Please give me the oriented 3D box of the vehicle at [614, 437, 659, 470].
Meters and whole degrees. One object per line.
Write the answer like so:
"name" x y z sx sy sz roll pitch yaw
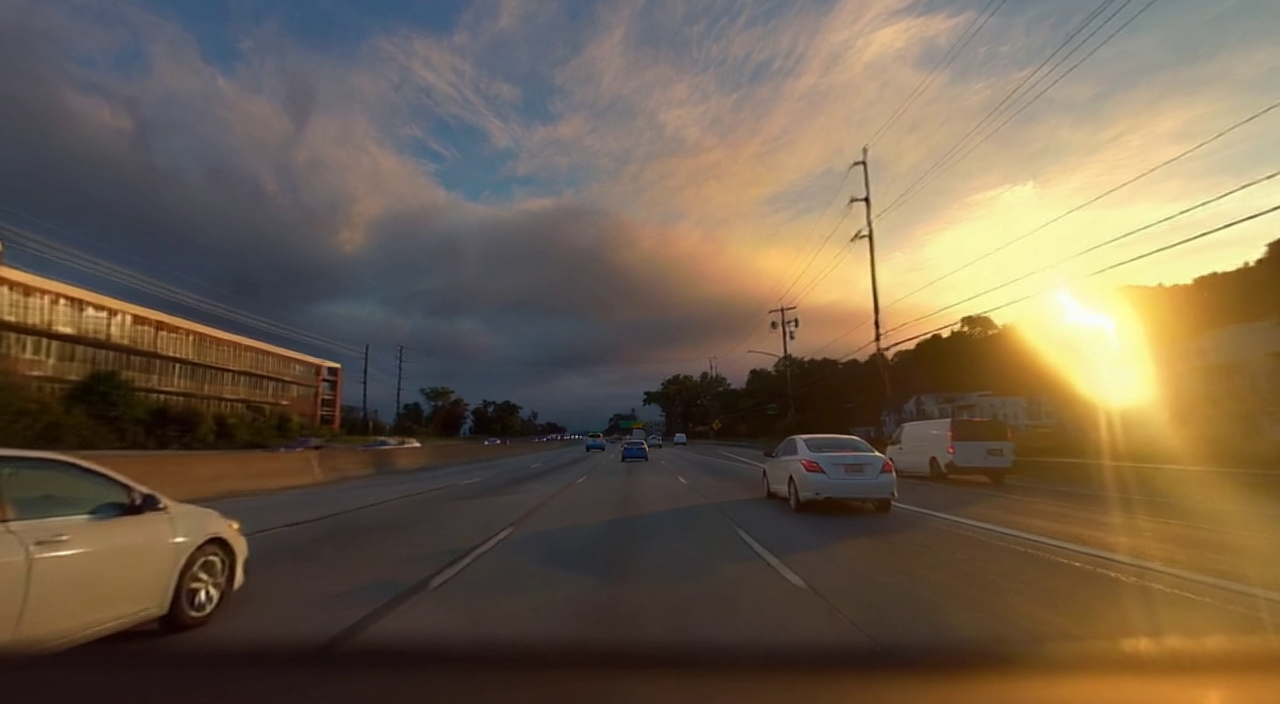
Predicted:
"vehicle" -0.199 4.869 30.261 2.019 1.472 3.971 0 -8 -1

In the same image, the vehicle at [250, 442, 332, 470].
"vehicle" -19.722 5.868 35.816 1.921 1.471 4.719 0 -8 1

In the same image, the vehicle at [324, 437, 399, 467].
"vehicle" -16.179 5.827 36.886 2.034 1.608 4.952 0 -8 1

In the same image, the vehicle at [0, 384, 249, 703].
"vehicle" -4.088 0.876 2.435 2.251 1.575 4.488 0 -8 0

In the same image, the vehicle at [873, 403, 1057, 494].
"vehicle" 9.192 2.823 18.580 2.349 2.280 5.423 0 -8 -2

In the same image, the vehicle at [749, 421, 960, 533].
"vehicle" 3.377 2.064 11.015 1.995 1.533 4.463 0 -8 -2
